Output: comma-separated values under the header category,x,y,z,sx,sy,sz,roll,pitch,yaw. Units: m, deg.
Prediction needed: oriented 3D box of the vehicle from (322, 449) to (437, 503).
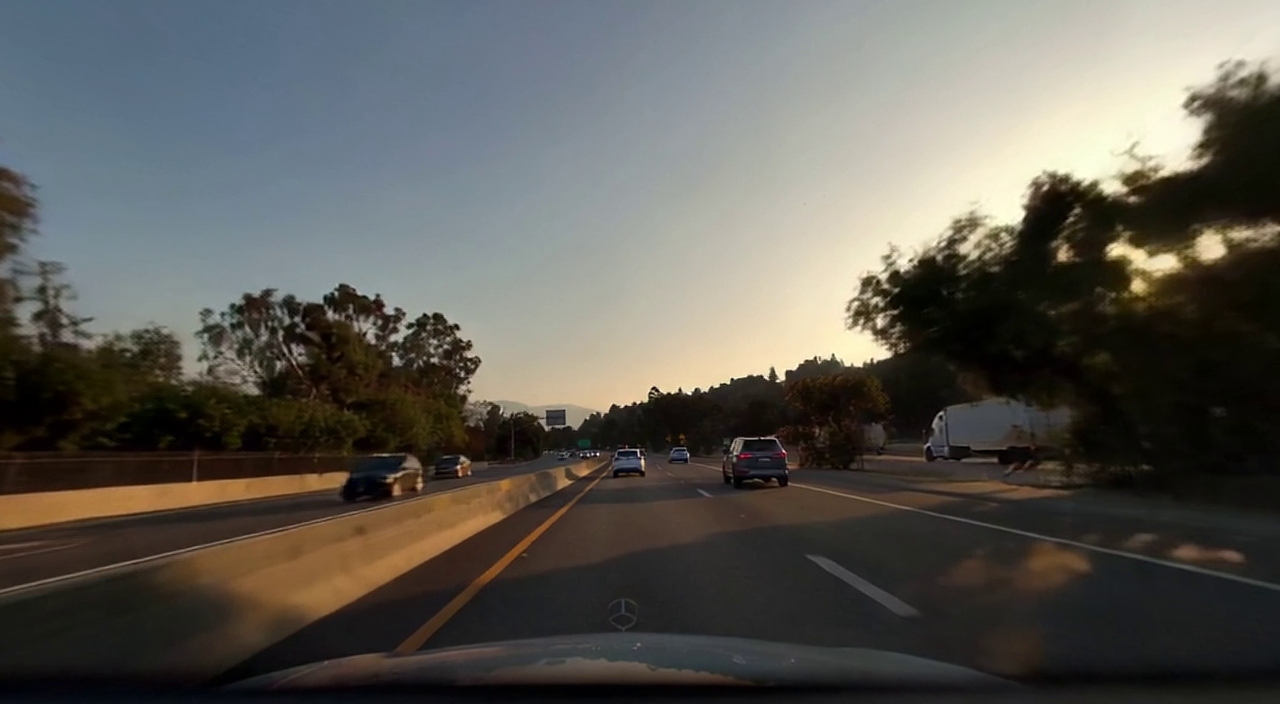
category,x,y,z,sx,sy,sz,roll,pitch,yaw
vehicle,-9.132,4.344,22.489,2.063,1.683,4.605,-1,-9,1

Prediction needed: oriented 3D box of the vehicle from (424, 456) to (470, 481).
category,x,y,z,sx,sy,sz,roll,pitch,yaw
vehicle,-13.080,7.894,42.725,1.844,1.542,4.013,0,-9,0

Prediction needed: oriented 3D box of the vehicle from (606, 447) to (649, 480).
category,x,y,z,sx,sy,sz,roll,pitch,yaw
vehicle,-0.594,5.529,31.274,2.029,1.483,3.769,0,-9,0

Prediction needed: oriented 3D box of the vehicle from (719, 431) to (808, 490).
category,x,y,z,sx,sy,sz,roll,pitch,yaw
vehicle,4.470,4.018,23.563,2.261,1.952,4.784,0,-9,-1

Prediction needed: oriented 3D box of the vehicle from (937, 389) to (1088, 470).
category,x,y,z,sx,sy,sz,roll,pitch,yaw
vehicle,22.358,5.050,39.034,2.890,4.108,13.635,-2,-9,8
